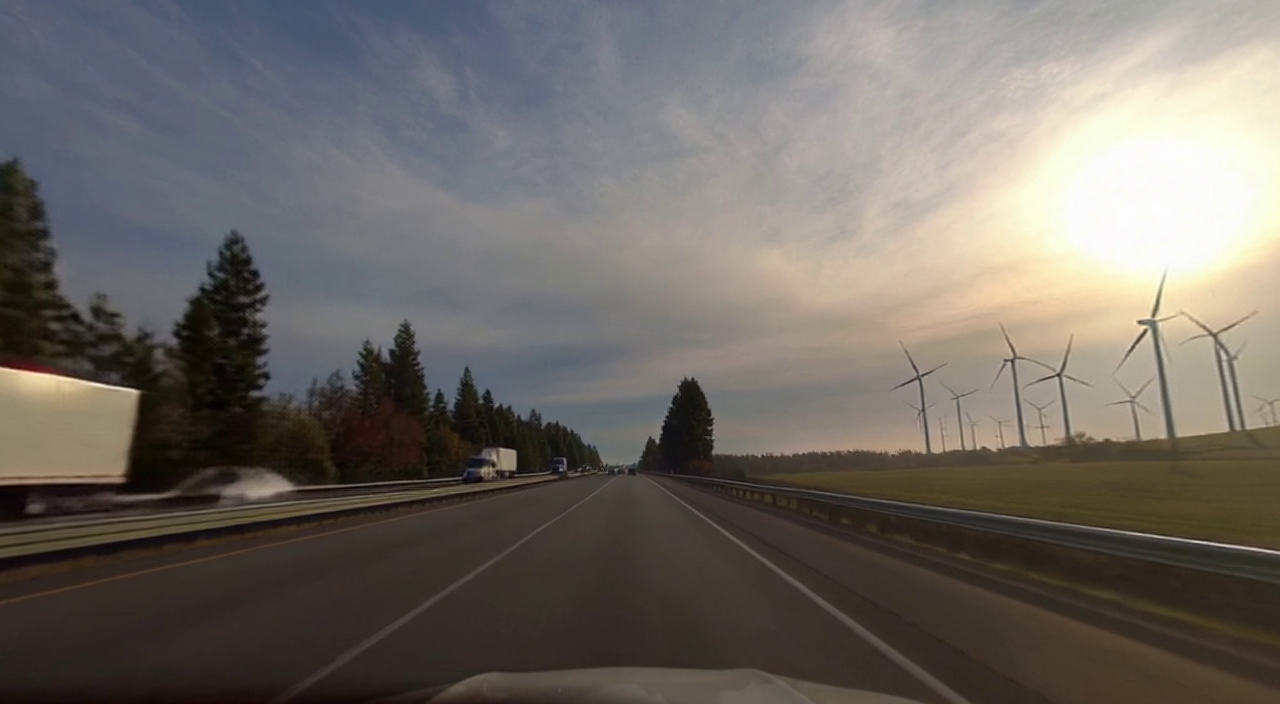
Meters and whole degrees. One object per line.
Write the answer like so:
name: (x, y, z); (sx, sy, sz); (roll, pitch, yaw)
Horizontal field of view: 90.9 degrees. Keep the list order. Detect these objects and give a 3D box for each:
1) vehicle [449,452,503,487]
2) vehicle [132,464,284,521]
vehicle: (-12.033, 8.696, 46.748); (2.421, 2.406, 5.665); (1, -10, 0)
vehicle: (-12.479, 4.069, 18.566); (1.700, 1.451, 4.000); (1, -10, -2)
